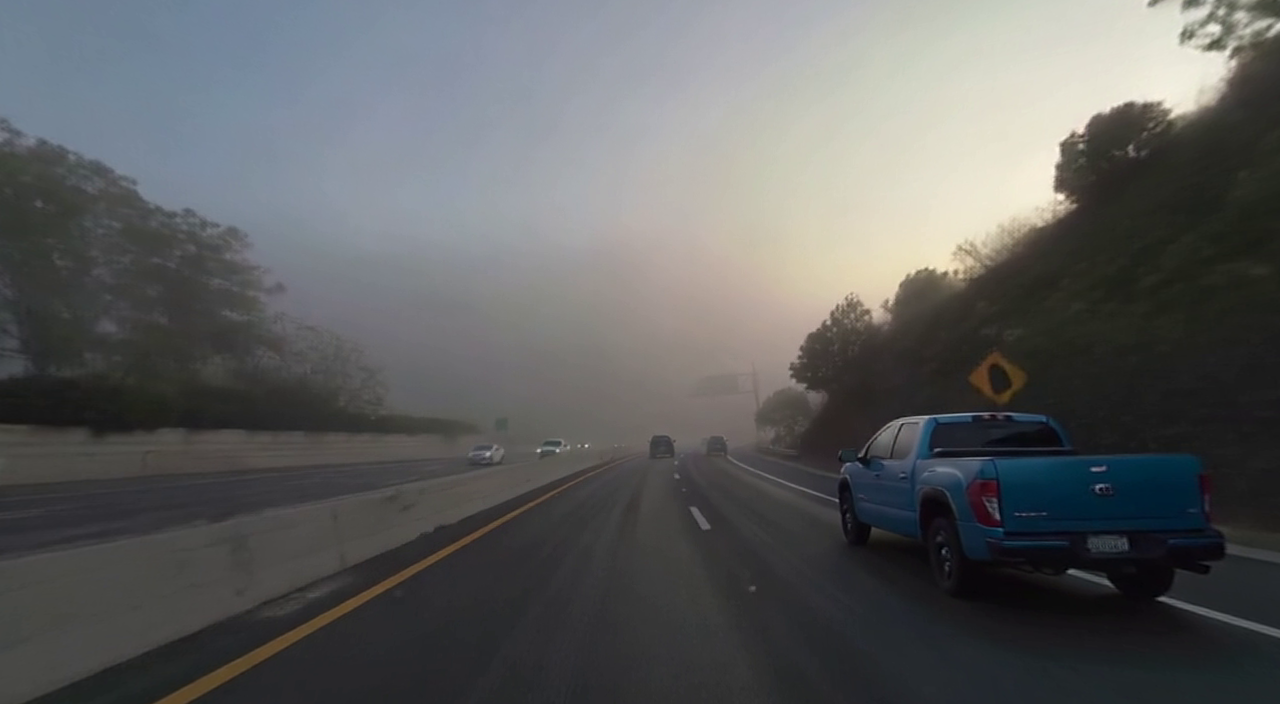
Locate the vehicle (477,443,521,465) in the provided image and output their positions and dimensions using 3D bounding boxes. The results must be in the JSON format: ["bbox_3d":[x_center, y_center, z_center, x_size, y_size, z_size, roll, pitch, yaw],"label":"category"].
[{"bbox_3d":[-9.999,7.232,45.119,1.879,1.455,4.538,0,-8,4],"label":"vehicle"}]

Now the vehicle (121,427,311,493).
[{"bbox_3d":[-14.306,3.685,21.985,2.563,1.966,5.726,0,-8,1],"label":"vehicle"}]

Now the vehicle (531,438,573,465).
[{"bbox_3d":[-6.167,7.021,44.896,2.041,1.776,4.570,0,-8,4],"label":"vehicle"}]

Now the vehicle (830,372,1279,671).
[{"bbox_3d":[3.667,1.325,6.132,2.151,1.744,4.709,0,-8,0],"label":"vehicle"}]
